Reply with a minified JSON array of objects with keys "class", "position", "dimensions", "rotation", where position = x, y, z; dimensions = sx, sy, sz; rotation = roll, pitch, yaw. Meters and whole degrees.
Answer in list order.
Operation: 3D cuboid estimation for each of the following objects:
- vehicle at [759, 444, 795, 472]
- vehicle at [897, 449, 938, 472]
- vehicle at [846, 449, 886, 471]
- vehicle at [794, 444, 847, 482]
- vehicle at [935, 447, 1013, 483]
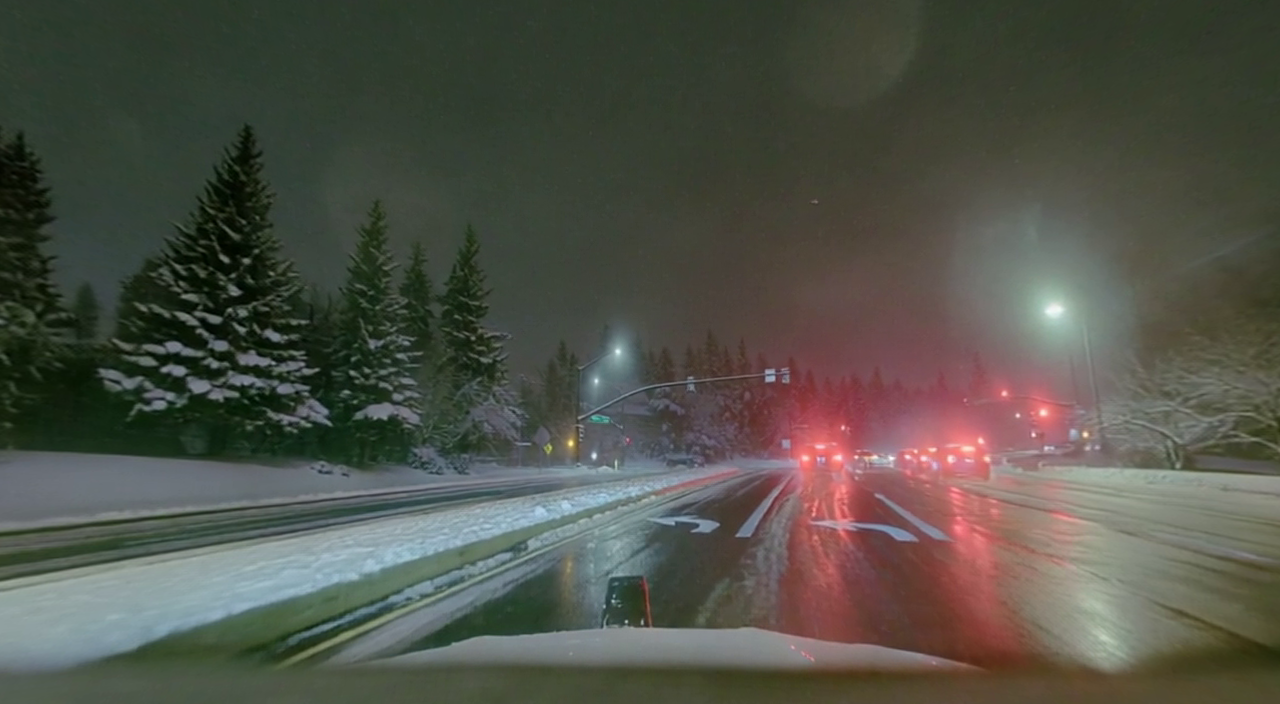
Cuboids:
[{"class":"vehicle","position":[9.660,7.370,44.102],"dimensions":[2.245,1.800,4.522],"rotation":[-2,-9,14]},{"class":"vehicle","position":[19.299,7.565,44.047],"dimensions":[1.901,1.484,4.093],"rotation":[-2,-9,14]},{"class":"vehicle","position":[15.521,7.423,43.506],"dimensions":[2.063,1.476,4.361],"rotation":[-3,-9,14]},{"class":"vehicle","position":[8.189,5.012,28.742],"dimensions":[2.078,1.578,4.107],"rotation":[-3,-9,15]},{"class":"vehicle","position":[14.320,4.847,27.289],"dimensions":[1.884,1.422,4.262],"rotation":[-3,-9,13]}]
